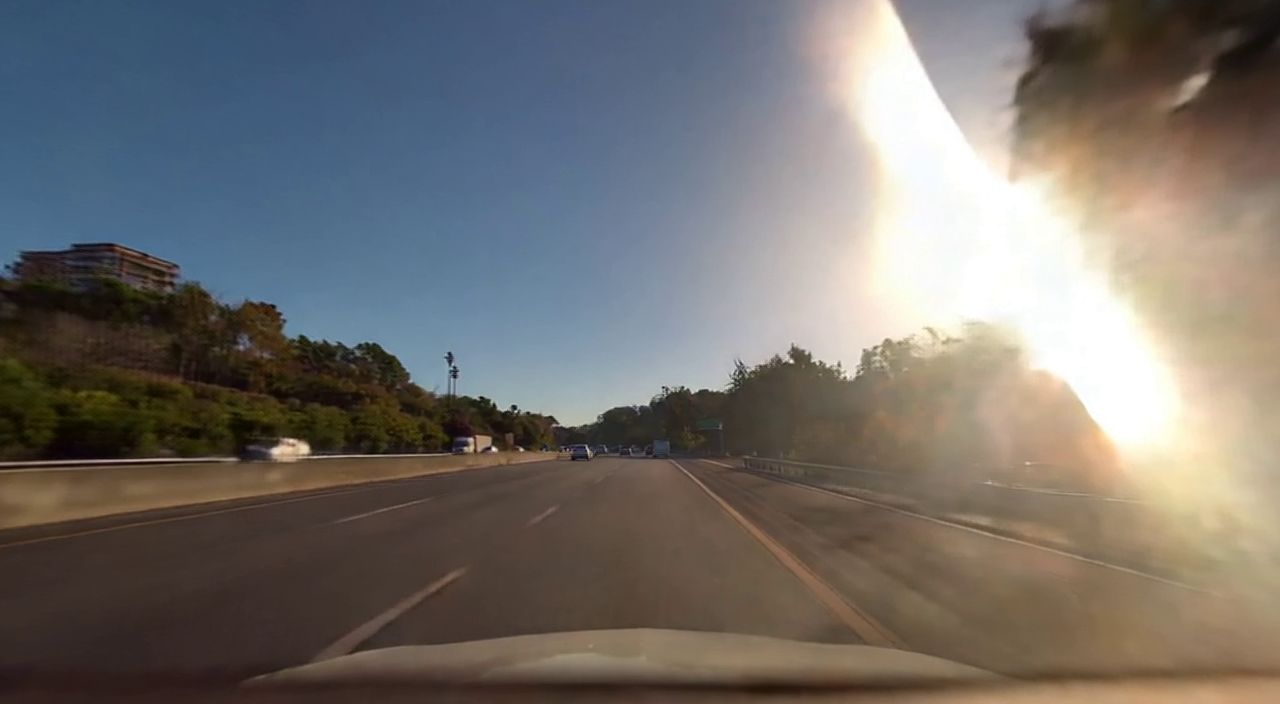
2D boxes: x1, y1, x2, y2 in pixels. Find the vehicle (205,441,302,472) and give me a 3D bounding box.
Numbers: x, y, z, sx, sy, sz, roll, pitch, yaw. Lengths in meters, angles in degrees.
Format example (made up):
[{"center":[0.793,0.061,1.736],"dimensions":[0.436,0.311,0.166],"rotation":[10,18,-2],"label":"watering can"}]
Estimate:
[{"center":[-26.651,7.228,43.683],"dimensions":[2.367,1.964,6.623],"rotation":[0,-9,2],"label":"vehicle"}]
